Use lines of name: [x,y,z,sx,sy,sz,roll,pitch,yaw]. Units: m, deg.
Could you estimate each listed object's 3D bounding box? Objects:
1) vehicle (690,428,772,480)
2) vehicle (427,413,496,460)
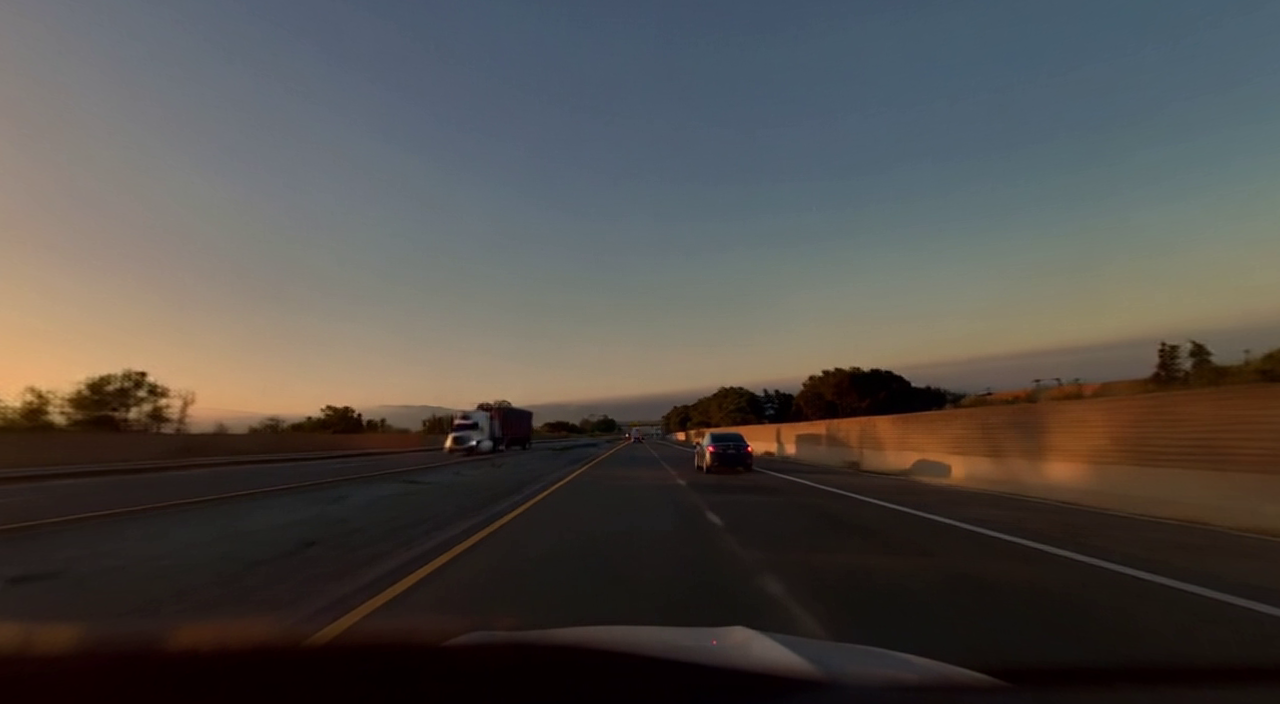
vehicle: [2.969,3.413,21.455,2.084,1.583,4.420,0,-8,-1]
vehicle: [-12.276,5.912,43.904,2.724,2.955,6.969,0,-8,1]
